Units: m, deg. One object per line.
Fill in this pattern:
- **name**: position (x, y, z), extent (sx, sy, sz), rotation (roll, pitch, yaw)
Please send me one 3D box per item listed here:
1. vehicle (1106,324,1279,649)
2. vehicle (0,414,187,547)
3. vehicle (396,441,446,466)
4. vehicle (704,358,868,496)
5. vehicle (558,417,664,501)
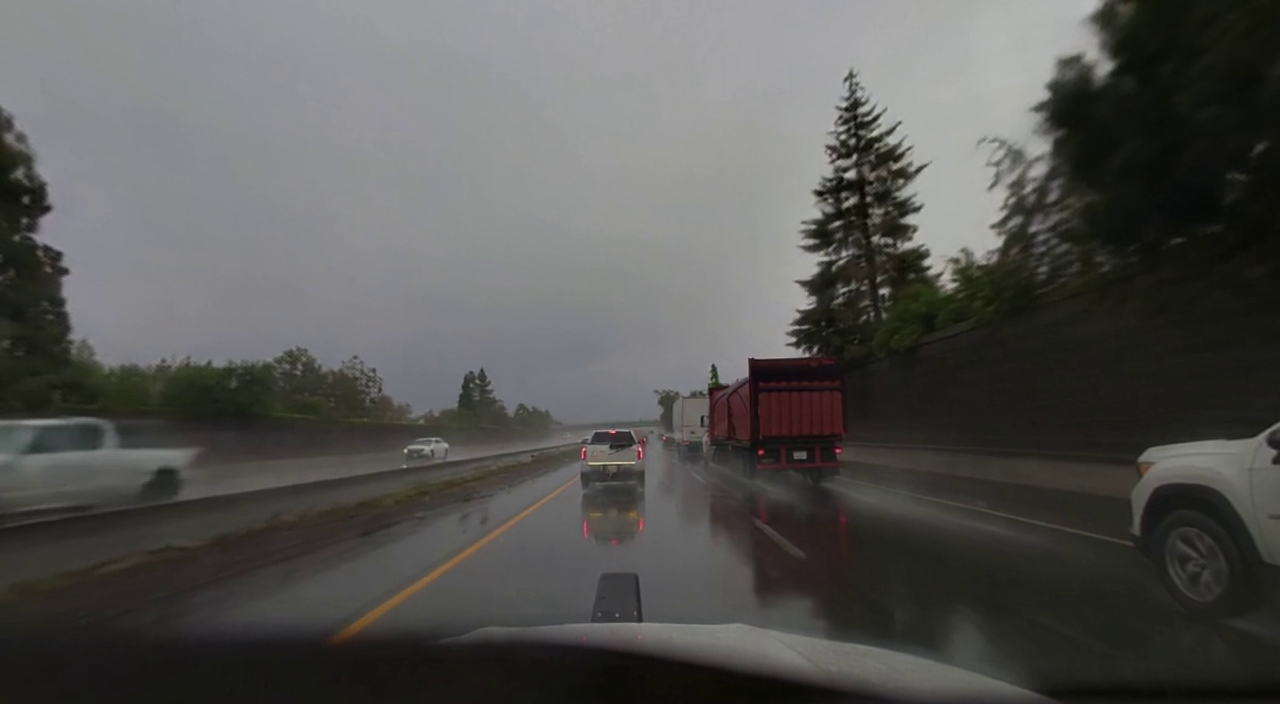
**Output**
- **vehicle**: position (4.789, 0.707, 3.060), extent (2.011, 1.905, 3.905), rotation (0, -7, 0)
- **vehicle**: position (-9.314, 1.819, 9.323), extent (2.012, 1.703, 4.298), rotation (0, -8, 0)
- **vehicle**: position (-13.528, 6.250, 39.121), extent (1.787, 1.453, 3.660), rotation (0, -7, 0)
- **vehicle**: position (3.624, 2.184, 18.132), extent (2.723, 3.027, 8.478), rotation (0, -7, 0)
- **vehicle**: position (-0.589, 2.364, 14.437), extent (2.082, 1.638, 4.055), rotation (0, -7, -1)
